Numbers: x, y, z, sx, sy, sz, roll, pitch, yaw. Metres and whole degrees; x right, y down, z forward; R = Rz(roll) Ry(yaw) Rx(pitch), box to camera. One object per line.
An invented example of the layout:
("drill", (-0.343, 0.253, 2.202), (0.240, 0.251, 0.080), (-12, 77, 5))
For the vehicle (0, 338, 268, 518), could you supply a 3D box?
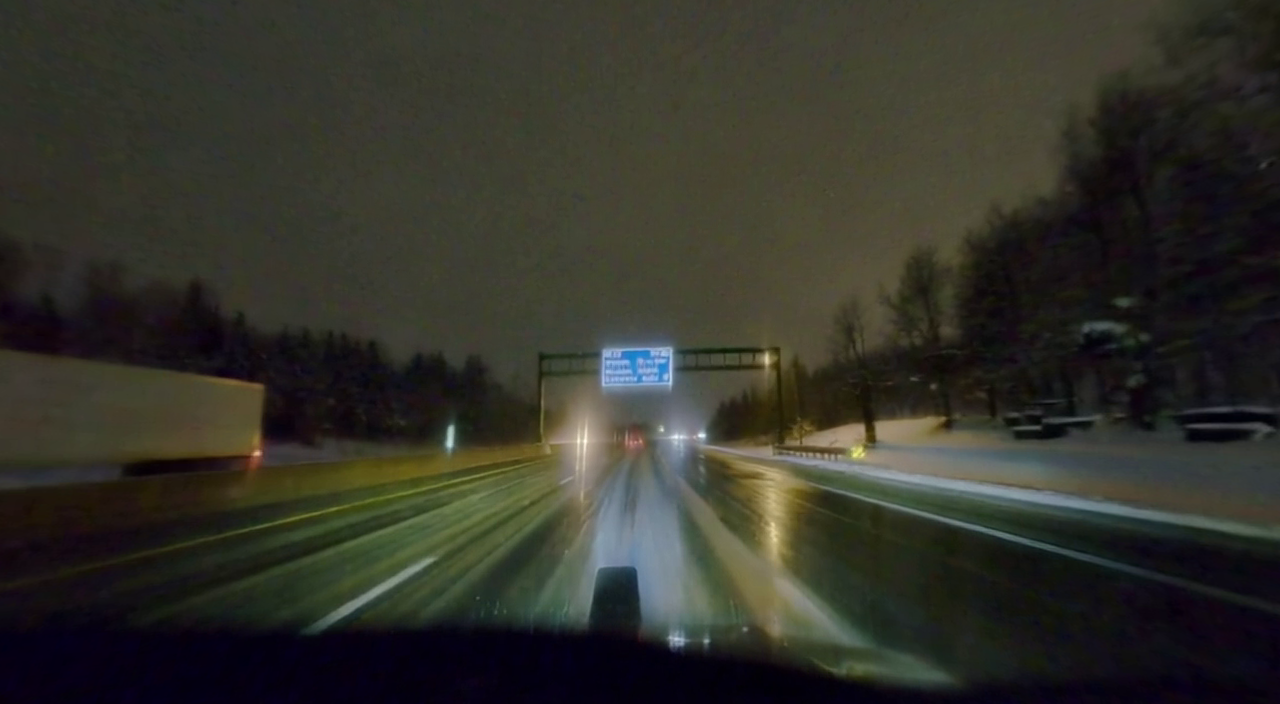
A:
("vehicle", (-16.075, 2.188, 17.521), (2.911, 4.072, 14.044), (0, -8, 0))
